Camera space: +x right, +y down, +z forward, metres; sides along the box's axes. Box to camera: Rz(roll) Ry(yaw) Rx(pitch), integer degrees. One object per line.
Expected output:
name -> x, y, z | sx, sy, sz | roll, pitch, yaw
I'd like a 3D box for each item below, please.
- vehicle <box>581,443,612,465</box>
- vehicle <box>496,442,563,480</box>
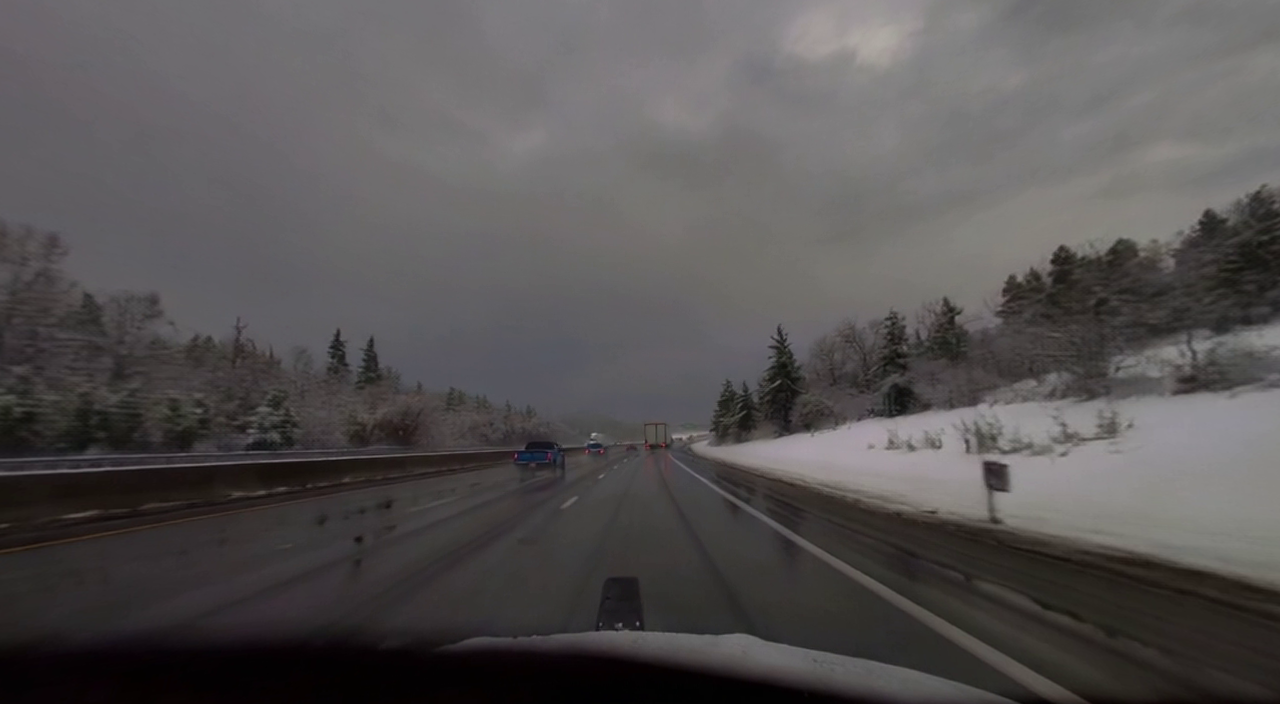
vehicle -> -3.114, 7.399, 45.865 | 1.943, 1.460, 3.961 | 0, -9, 1
vehicle -> -4.571, 4.605, 26.850 | 2.078, 1.469, 4.371 | 0, -9, 0
